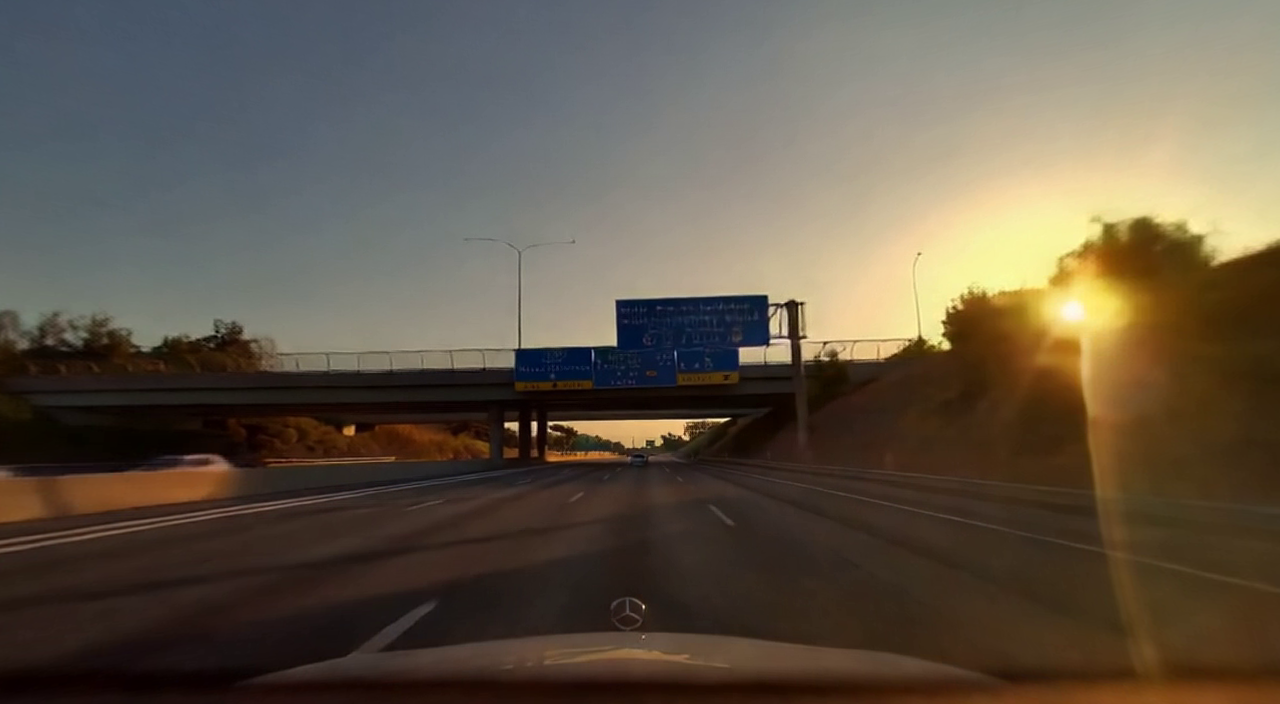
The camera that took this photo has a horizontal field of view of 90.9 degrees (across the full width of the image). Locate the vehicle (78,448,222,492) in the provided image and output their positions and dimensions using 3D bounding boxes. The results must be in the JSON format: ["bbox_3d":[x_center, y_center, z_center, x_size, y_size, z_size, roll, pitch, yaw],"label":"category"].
[{"bbox_3d":[-18.819,4.530,24.534,1.874,1.512,4.560,0,-9,0],"label":"vehicle"}]
